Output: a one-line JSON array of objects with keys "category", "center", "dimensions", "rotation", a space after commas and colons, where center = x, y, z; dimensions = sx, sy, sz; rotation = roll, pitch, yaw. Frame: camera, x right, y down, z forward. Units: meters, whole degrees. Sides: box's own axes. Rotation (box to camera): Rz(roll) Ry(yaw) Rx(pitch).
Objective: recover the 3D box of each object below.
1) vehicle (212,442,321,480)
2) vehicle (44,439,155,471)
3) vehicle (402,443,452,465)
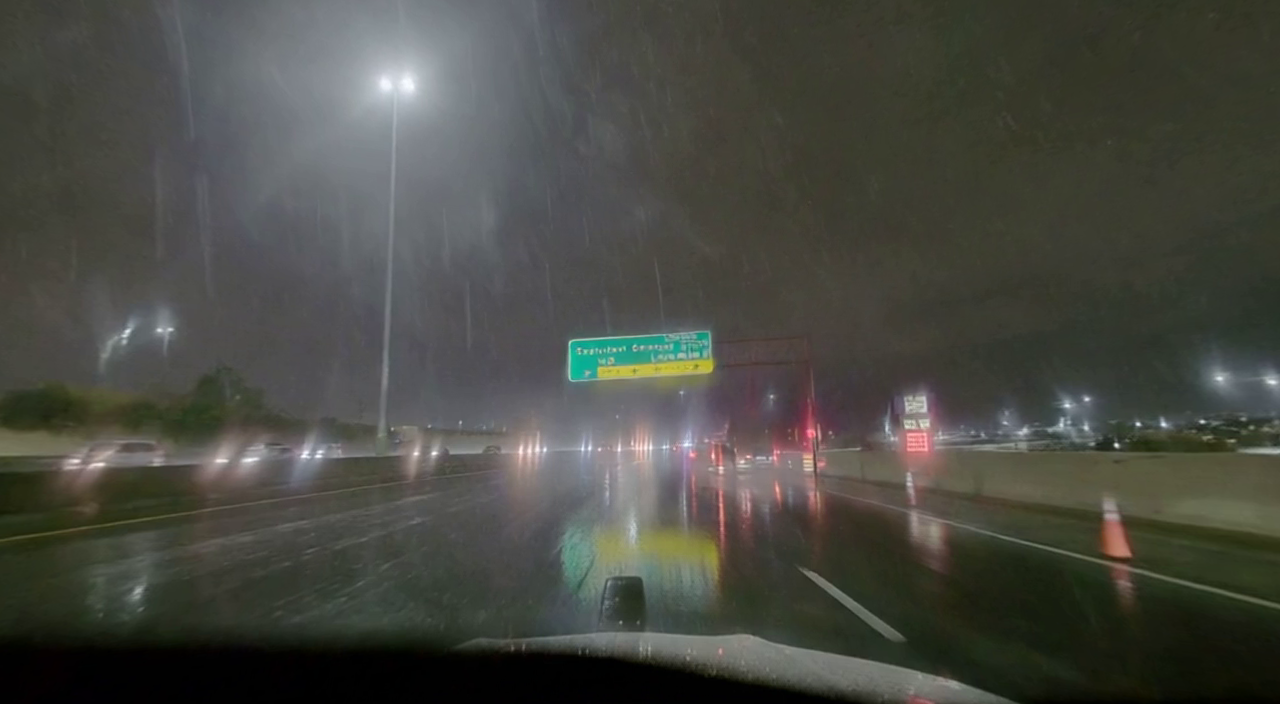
[{"category": "vehicle", "center": [-16.099, 4.717, 27.458], "dimensions": [1.920, 1.477, 4.432], "rotation": [0, -9, 2]}, {"category": "vehicle", "center": [-29.583, 5.660, 34.689], "dimensions": [1.901, 1.624, 4.558], "rotation": [-1, -9, 2]}, {"category": "vehicle", "center": [-15.861, 7.625, 47.056], "dimensions": [1.937, 1.515, 4.594], "rotation": [-1, -9, 3]}]
